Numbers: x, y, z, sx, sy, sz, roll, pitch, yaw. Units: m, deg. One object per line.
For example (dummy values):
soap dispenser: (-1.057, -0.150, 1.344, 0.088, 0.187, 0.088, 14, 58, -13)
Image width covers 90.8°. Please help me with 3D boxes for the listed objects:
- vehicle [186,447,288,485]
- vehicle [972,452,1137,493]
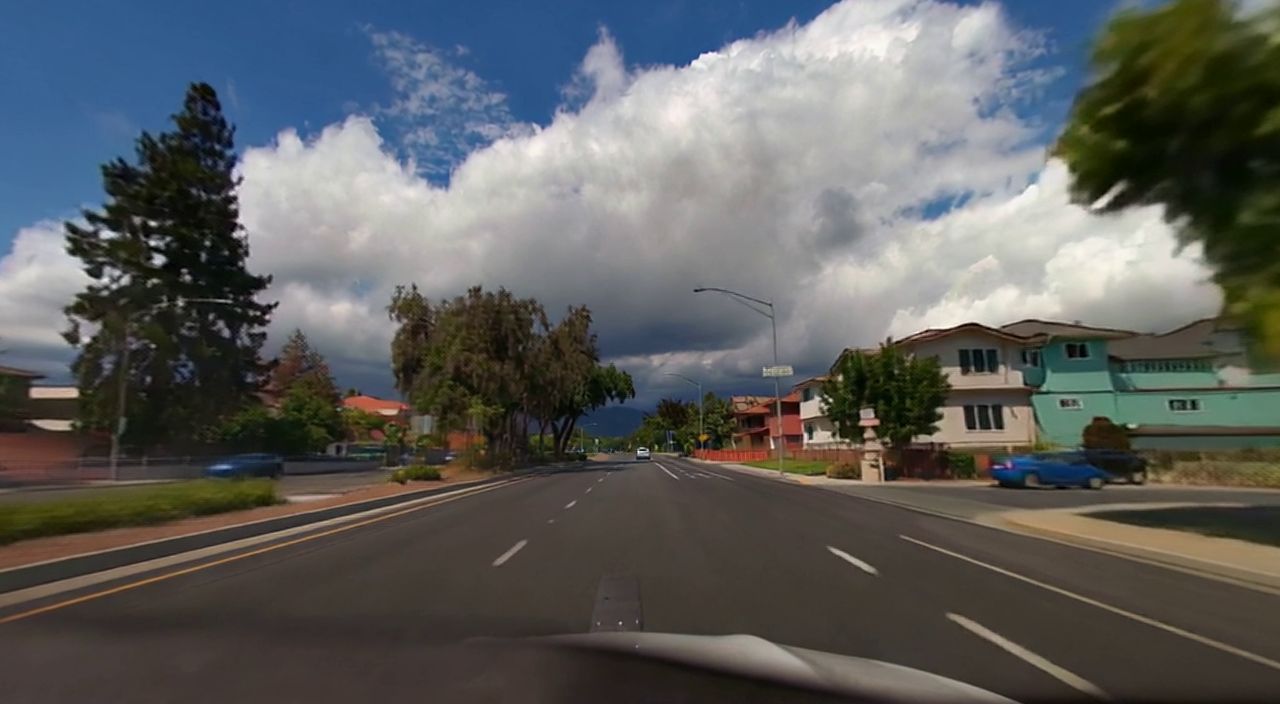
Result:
vehicle: (-19.875, 5.609, 31.478, 1.954, 1.716, 4.676, 0, -8, 0)
vehicle: (15.977, 4.650, 24.555, 4.913, 1.470, 2.045, 0, -8, 0)
